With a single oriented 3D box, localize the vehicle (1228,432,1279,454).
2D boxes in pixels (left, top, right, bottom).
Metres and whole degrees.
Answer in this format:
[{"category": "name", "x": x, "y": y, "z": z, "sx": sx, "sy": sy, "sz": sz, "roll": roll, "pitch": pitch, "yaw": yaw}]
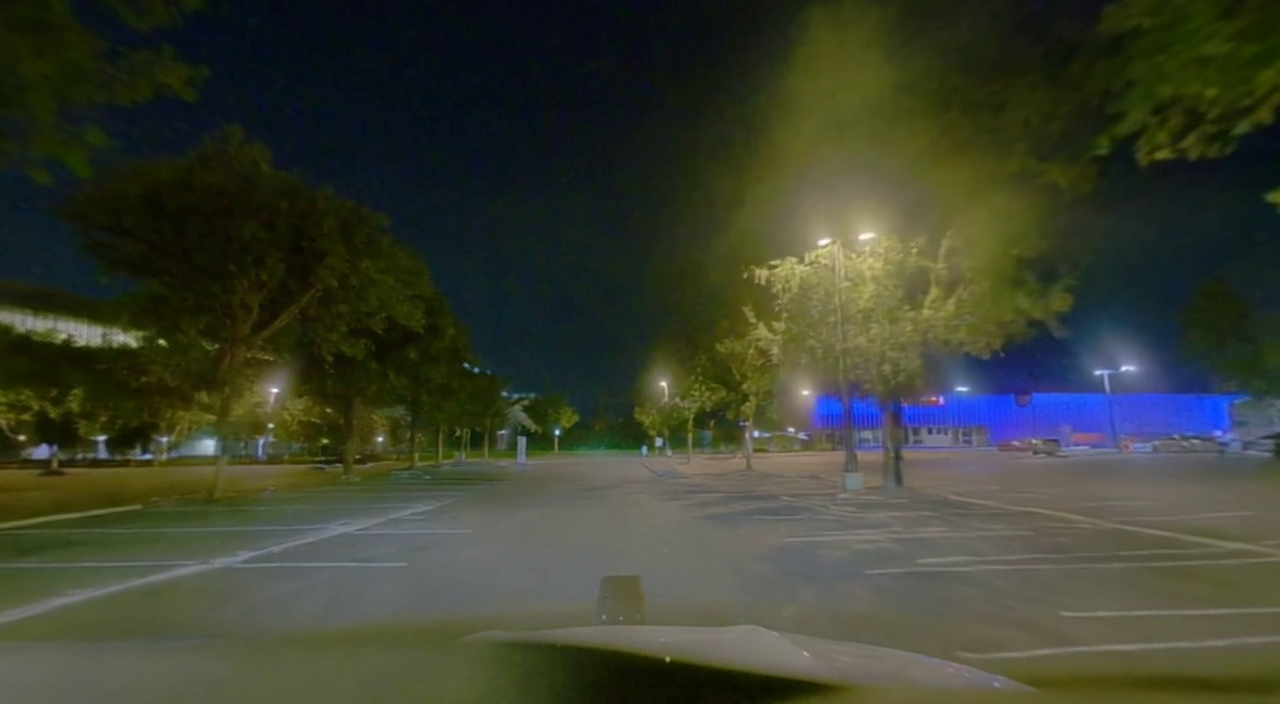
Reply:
[{"category": "vehicle", "x": 44.683, "y": 6.436, "z": 44.756, "sx": 4.206, "sy": 1.526, "sz": 1.886, "roll": 0, "pitch": -8, "yaw": -3}]
